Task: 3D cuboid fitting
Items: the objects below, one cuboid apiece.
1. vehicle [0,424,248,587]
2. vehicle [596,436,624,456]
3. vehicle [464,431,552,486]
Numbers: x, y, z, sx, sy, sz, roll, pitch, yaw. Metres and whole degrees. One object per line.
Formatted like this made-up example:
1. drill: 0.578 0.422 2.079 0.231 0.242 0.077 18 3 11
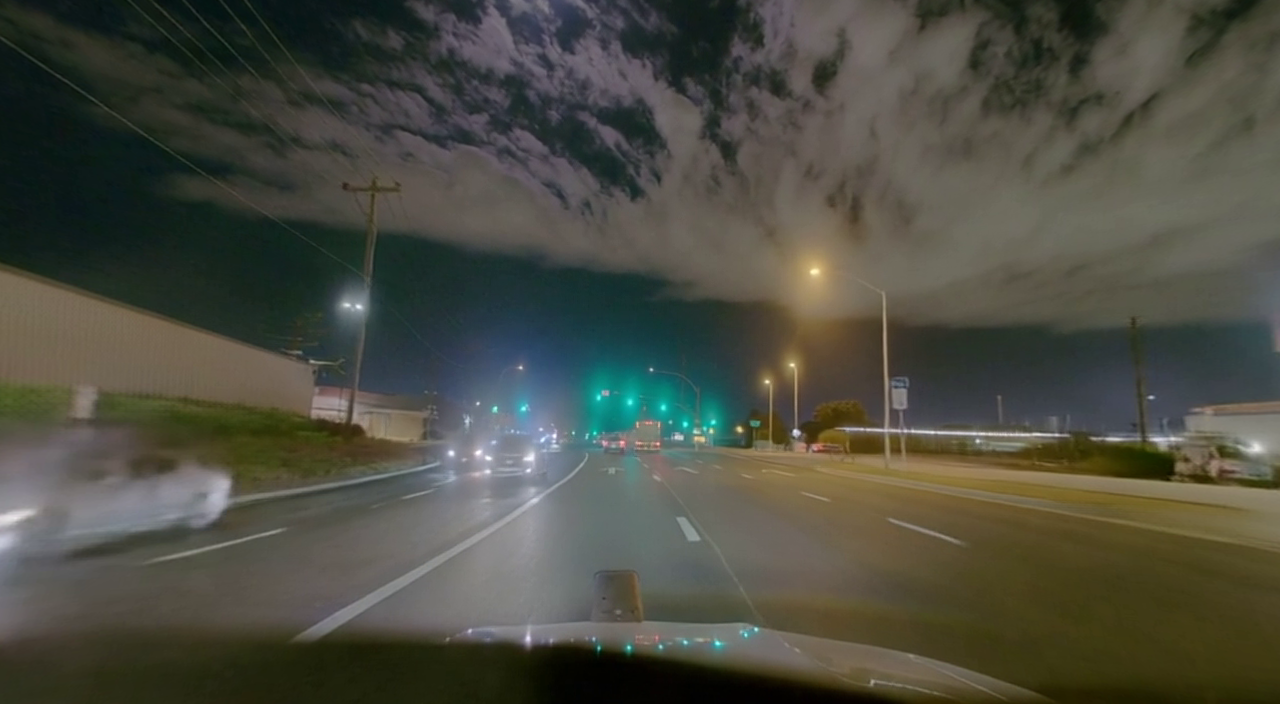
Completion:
1. vehicle: -6.841 1.631 7.374 1.922 1.489 3.939 0 -8 0
2. vehicle: -2.376 7.330 49.152 2.060 1.491 3.873 1 -8 -3
3. vehicle: -4.012 3.295 19.871 2.003 1.562 3.862 0 -8 -1
